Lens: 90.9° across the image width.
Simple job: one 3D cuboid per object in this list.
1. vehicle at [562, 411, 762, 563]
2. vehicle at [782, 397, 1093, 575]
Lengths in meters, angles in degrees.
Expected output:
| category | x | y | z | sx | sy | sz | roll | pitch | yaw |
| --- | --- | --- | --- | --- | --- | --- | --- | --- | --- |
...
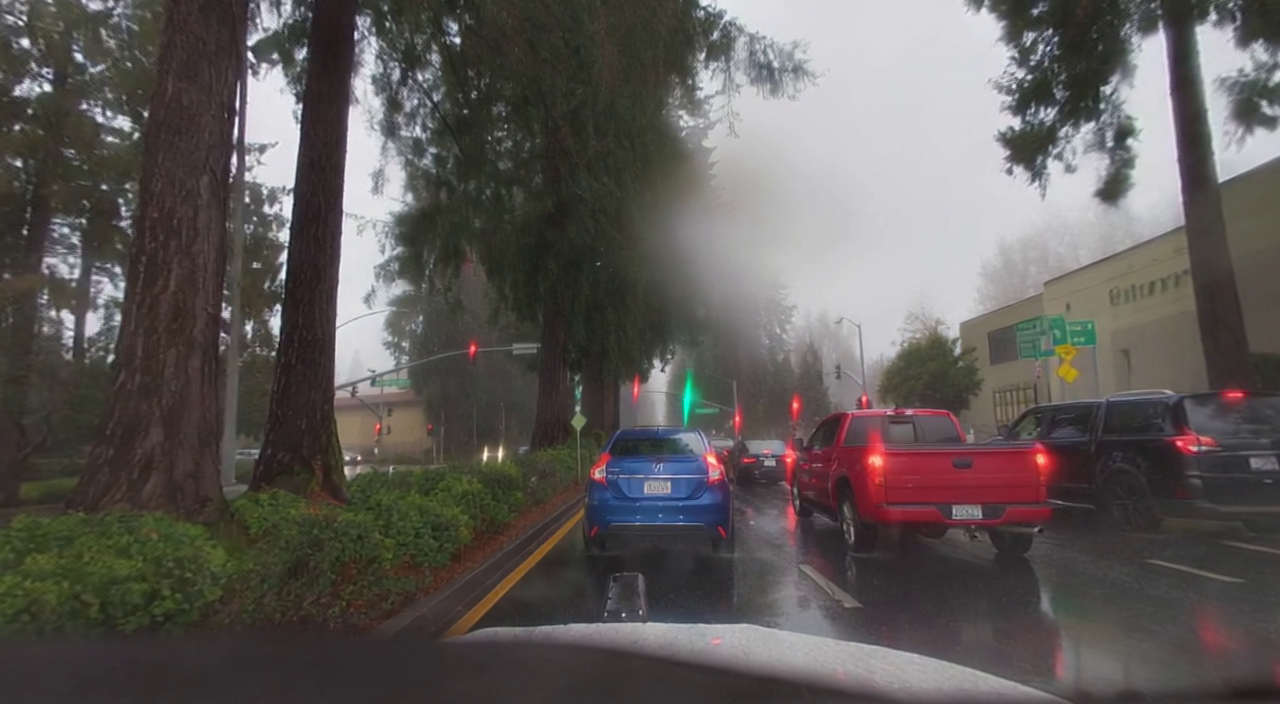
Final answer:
| category | x | y | z | sx | sy | sz | roll | pitch | yaw |
| --- | --- | --- | --- | --- | --- | --- | --- | --- | --- |
| vehicle | 0.249 | 1.773 | 8.972 | 2.168 | 1.641 | 4.039 | 0 | -8 | 0 |
| vehicle | 3.390 | 1.625 | 8.371 | 2.099 | 1.725 | 4.290 | 0 | -8 | 2 |
